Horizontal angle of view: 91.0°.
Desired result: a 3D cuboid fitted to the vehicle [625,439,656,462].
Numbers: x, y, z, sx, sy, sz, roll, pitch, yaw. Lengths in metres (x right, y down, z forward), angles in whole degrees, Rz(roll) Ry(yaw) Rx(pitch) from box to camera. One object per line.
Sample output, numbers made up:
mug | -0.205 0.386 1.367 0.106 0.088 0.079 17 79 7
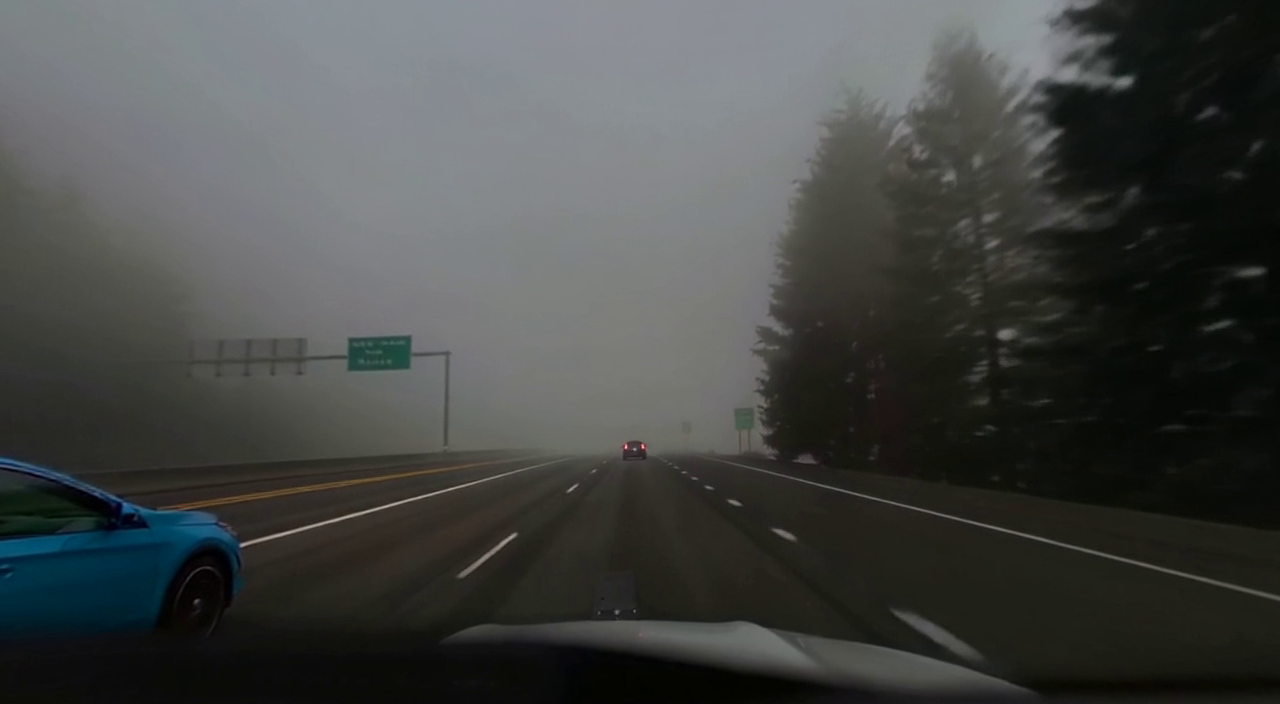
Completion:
vehicle | 0.008 6.668 42.798 2.028 1.440 3.690 0 -8 -1
